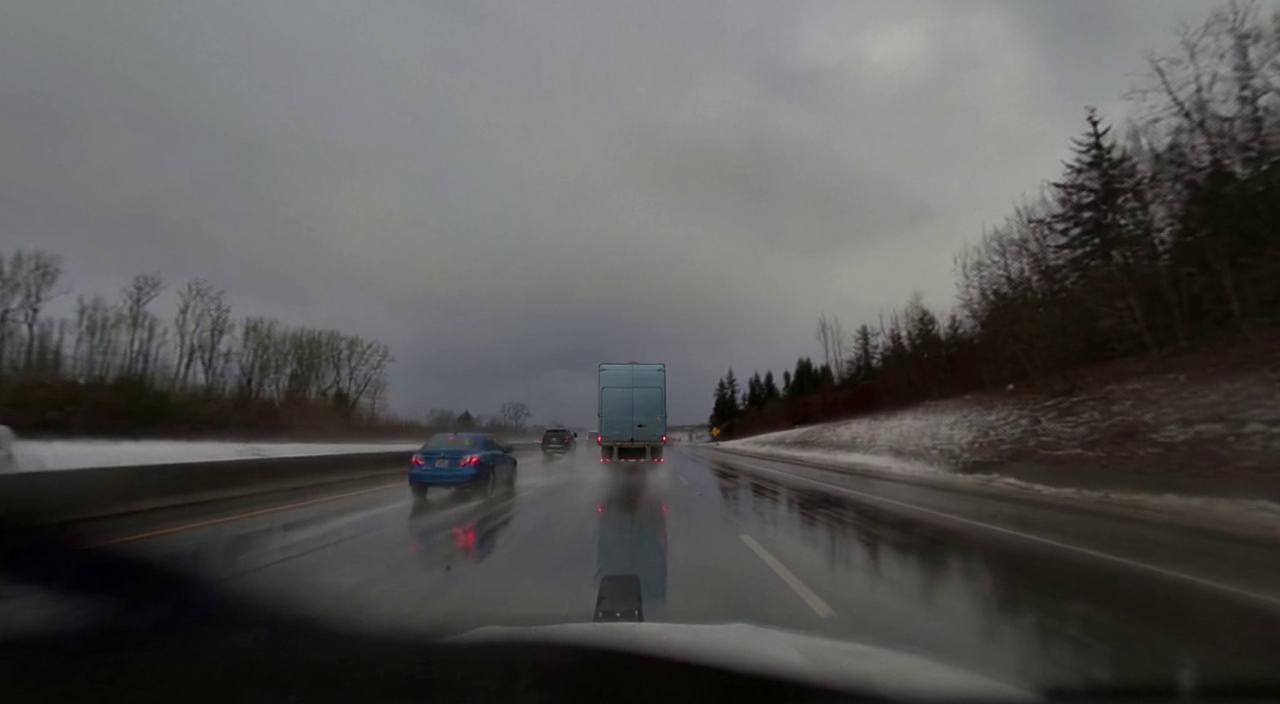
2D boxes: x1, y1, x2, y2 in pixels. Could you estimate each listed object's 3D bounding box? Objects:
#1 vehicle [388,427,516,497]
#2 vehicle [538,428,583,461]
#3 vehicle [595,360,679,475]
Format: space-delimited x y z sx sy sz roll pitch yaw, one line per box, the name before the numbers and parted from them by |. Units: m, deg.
vehicle | -4.620 2.735 16.191 1.931 1.539 4.441 0 -8 0
vehicle | -4.644 5.463 37.448 2.019 1.834 4.644 0 -8 0
vehicle | -0.239 2.960 27.180 2.953 4.041 10.072 0 -8 -1
